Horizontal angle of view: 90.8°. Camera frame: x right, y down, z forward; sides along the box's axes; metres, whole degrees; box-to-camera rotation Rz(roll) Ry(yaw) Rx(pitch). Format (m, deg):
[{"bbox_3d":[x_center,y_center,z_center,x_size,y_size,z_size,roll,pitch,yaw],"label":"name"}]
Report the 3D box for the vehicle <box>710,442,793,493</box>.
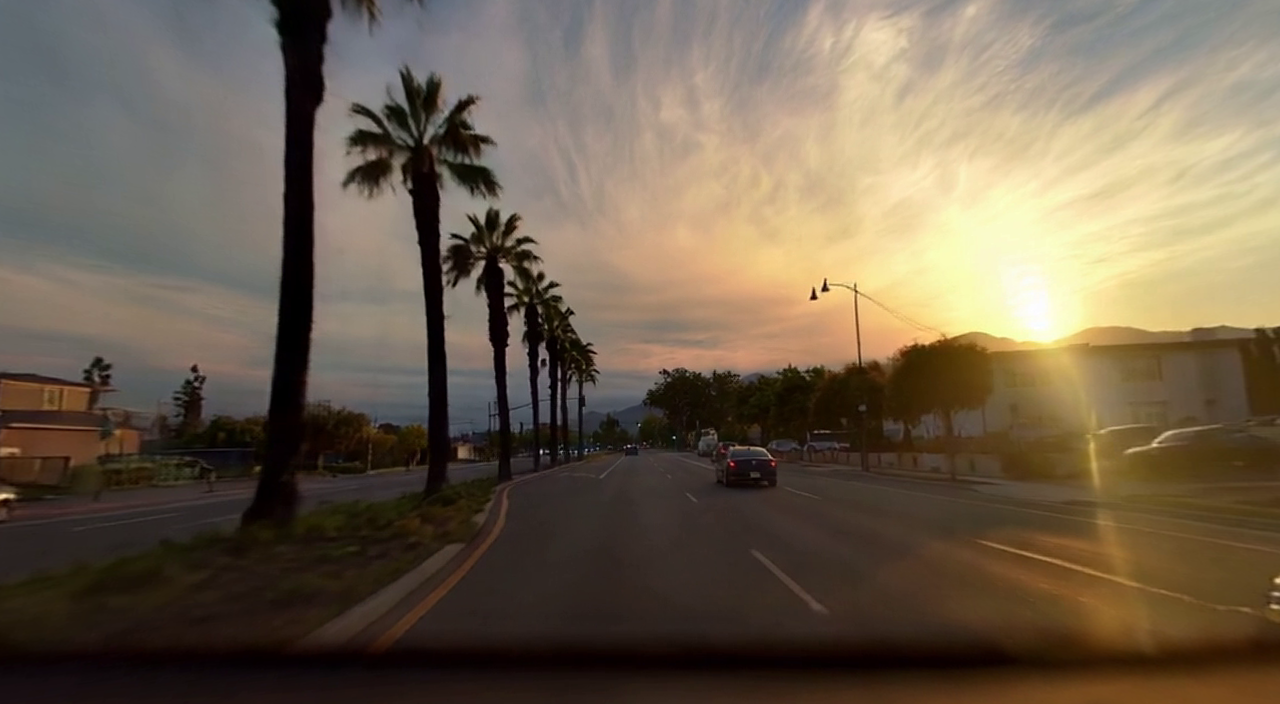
[{"bbox_3d":[3.587,3.804,21.140,1.989,1.492,4.689,0,-9,1],"label":"vehicle"}]
